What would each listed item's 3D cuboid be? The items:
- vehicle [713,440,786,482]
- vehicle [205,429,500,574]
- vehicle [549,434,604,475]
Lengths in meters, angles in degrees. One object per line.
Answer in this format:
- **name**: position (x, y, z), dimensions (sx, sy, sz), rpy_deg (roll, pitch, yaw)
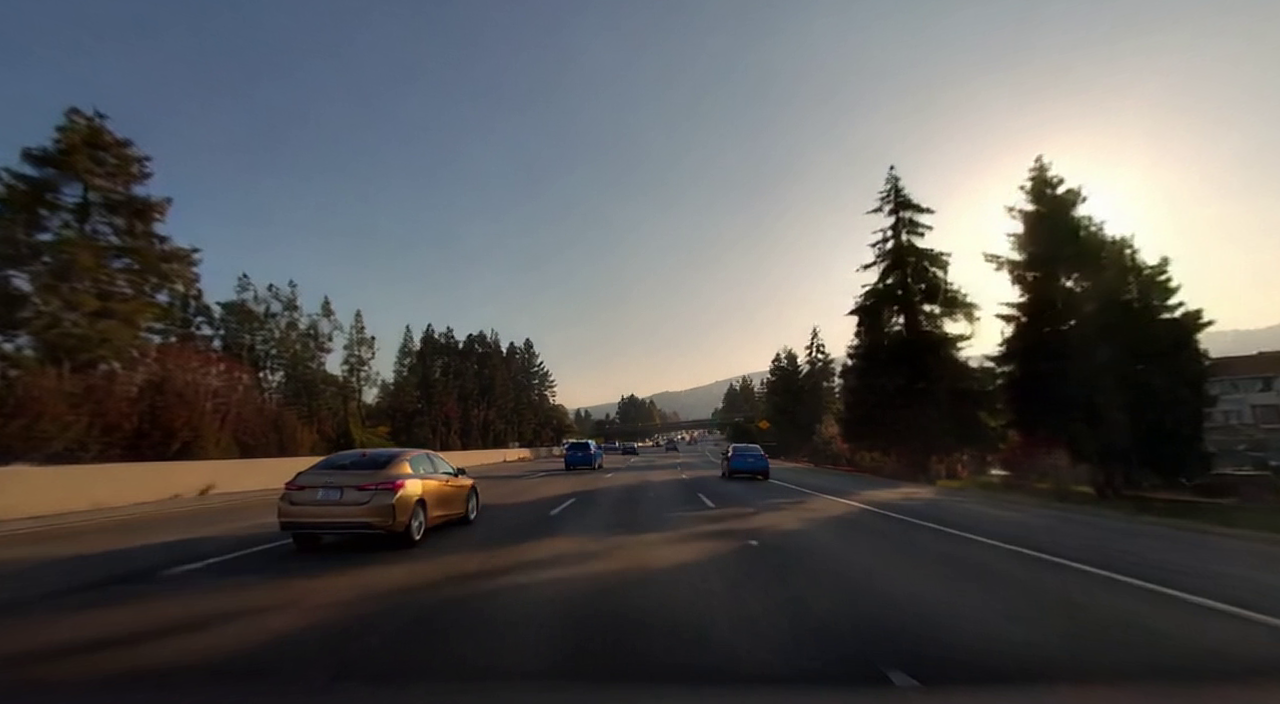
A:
- **vehicle**: position (4.150, 4.213, 24.632), dimensions (2.100, 1.472, 4.533), rpy_deg (0, -8, 1)
- **vehicle**: position (-3.483, 1.885, 8.813), dimensions (1.948, 1.475, 4.461), rpy_deg (0, -8, 1)
- **vehicle**: position (-3.014, 5.017, 30.999), dimensions (2.122, 1.847, 4.696), rpy_deg (0, -8, 1)
